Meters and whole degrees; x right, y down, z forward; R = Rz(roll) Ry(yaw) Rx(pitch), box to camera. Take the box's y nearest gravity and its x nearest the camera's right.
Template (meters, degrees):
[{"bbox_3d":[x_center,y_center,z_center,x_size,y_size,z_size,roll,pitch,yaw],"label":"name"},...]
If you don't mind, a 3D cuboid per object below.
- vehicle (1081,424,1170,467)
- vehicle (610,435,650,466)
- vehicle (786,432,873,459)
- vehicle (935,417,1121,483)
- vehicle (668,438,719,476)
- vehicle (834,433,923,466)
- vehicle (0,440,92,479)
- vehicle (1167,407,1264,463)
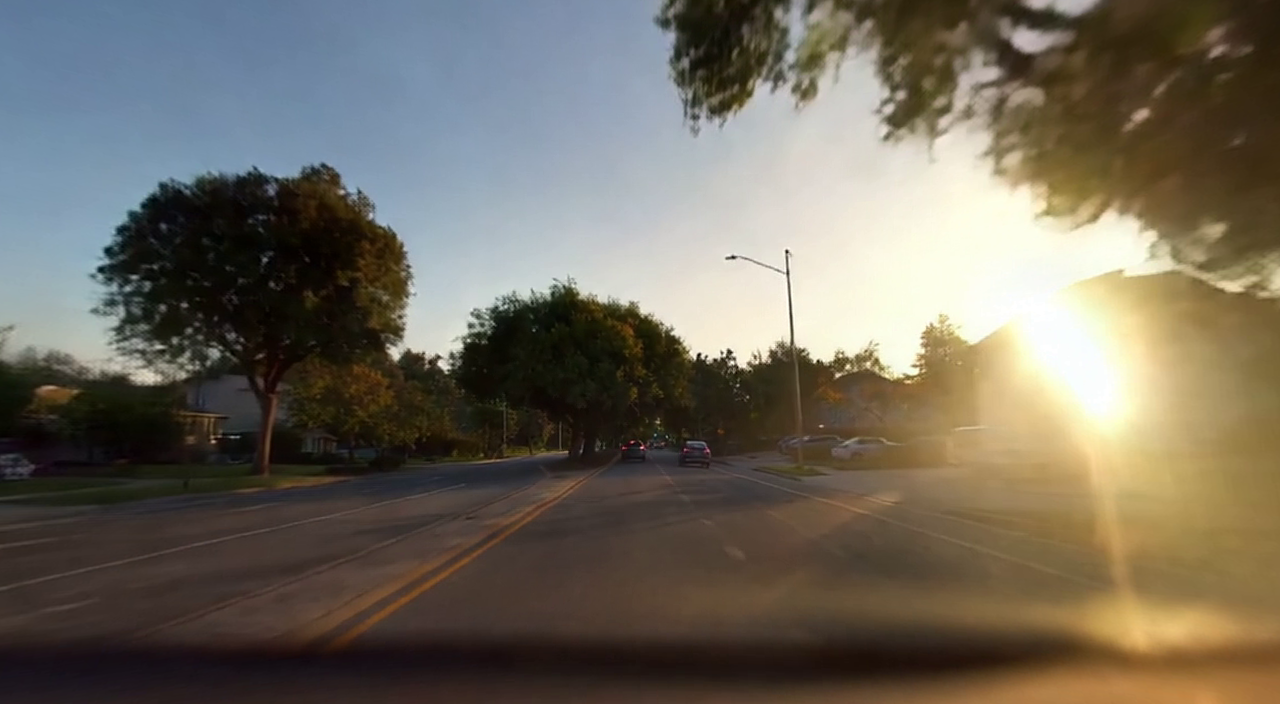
[{"bbox_3d":[18.910,3.619,24.499,1.997,1.465,5.075,-8,-12,44],"label":"vehicle"},{"bbox_3d":[-0.656,6.570,42.192,2.488,1.881,4.814,0,-8,-1],"label":"vehicle"},{"bbox_3d":[11.282,5.605,37.836,4.557,1.509,1.971,-8,-12,44],"label":"vehicle"},{"bbox_3d":[11.191,2.869,18.464,2.047,1.682,4.074,8,-12,-40],"label":"vehicle"},{"bbox_3d":[2.425,4.886,29.630,2.003,1.614,4.072,0,-8,-1],"label":"vehicle"},{"bbox_3d":[11.343,4.643,30.183,1.799,1.431,3.486,8,-12,-44],"label":"vehicle"},{"bbox_3d":[-33.489,5.690,33.702,5.899,1.996,2.367,5,-10,-29],"label":"vehicle"},{"bbox_3d":[18.740,2.743,20.494,1.996,1.607,4.492,-8,-12,44],"label":"vehicle"}]
